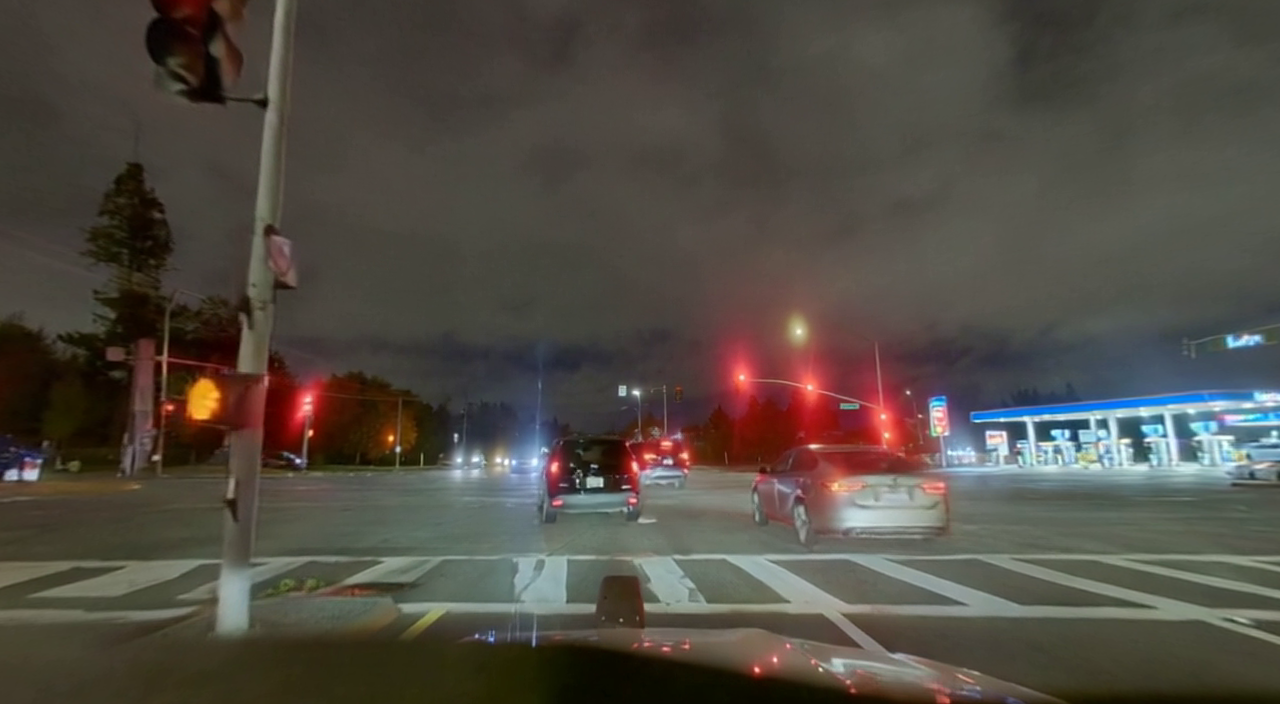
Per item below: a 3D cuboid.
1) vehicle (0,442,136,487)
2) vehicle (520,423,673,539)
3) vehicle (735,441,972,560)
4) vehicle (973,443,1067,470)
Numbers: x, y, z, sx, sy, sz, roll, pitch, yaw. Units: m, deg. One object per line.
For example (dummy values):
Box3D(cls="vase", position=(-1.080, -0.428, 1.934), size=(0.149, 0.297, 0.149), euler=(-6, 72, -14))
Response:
Box3D(cls="vehicle", position=(-26.642, 5.207, 29.350), size=(4.658, 1.911, 2.162), euler=(-2, -9, 5))
Box3D(cls="vehicle", position=(-1.009, 2.325, 12.059), size=(2.351, 1.733, 4.616), euler=(1, -9, -9))
Box3D(cls="vehicle", position=(3.056, 2.216, 10.322), size=(1.965, 1.460, 4.581), euler=(1, -9, -5))
Box3D(cls="vehicle", position=(25.915, 7.143, 43.278), size=(4.952, 1.745, 2.184), euler=(-2, -9, 14))
